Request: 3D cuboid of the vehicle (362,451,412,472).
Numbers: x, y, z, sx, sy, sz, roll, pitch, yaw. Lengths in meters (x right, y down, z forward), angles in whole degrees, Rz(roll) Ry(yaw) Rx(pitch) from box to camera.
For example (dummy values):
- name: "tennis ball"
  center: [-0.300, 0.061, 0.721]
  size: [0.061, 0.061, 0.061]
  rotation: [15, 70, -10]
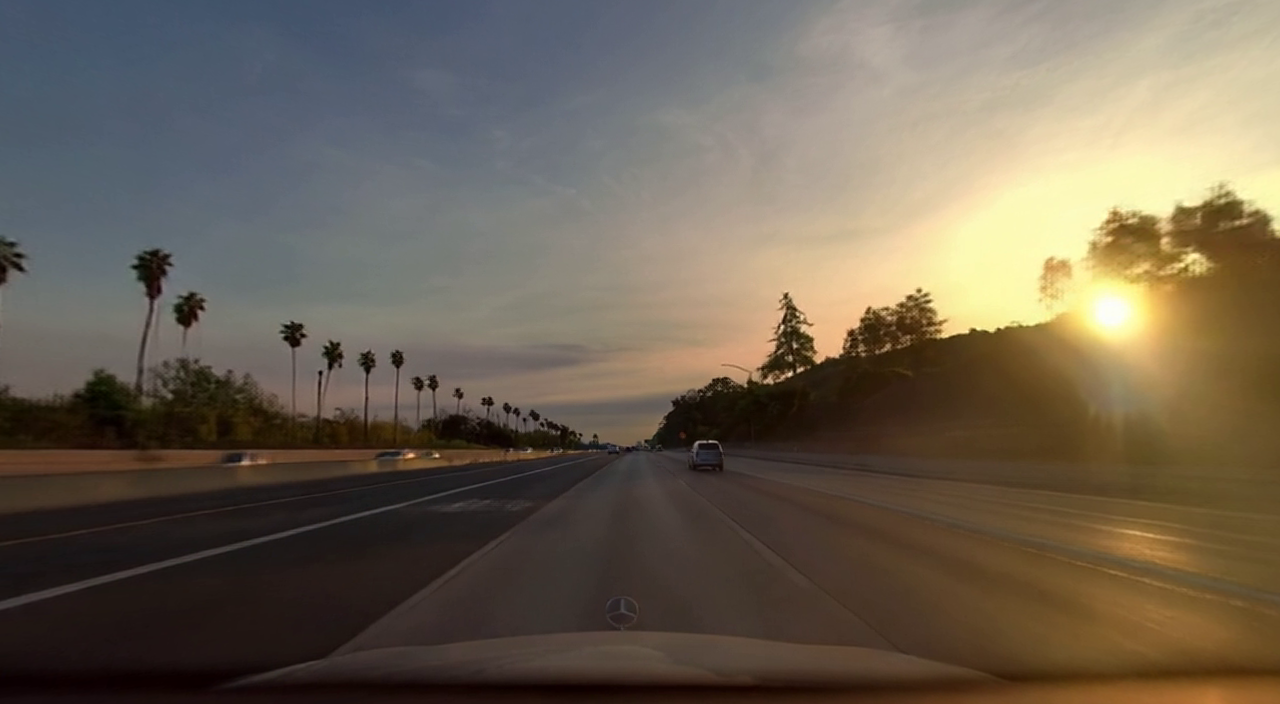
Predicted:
- name: "vehicle"
  center: [-19.795, 8.594, 49.650]
  size: [1.954, 1.499, 4.820]
  rotation: [0, -9, 0]

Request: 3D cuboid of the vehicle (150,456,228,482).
- name: "vehicle"
  center: [-31.152, 8.067, 43.810]
  size: [1.980, 1.648, 4.724]
  rotation: [0, -9, -1]

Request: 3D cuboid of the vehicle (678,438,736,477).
- name: "vehicle"
  center: [3.041, 4.926, 29.717]
  size: [2.130, 1.677, 4.317]
  rotation: [0, -9, -2]
